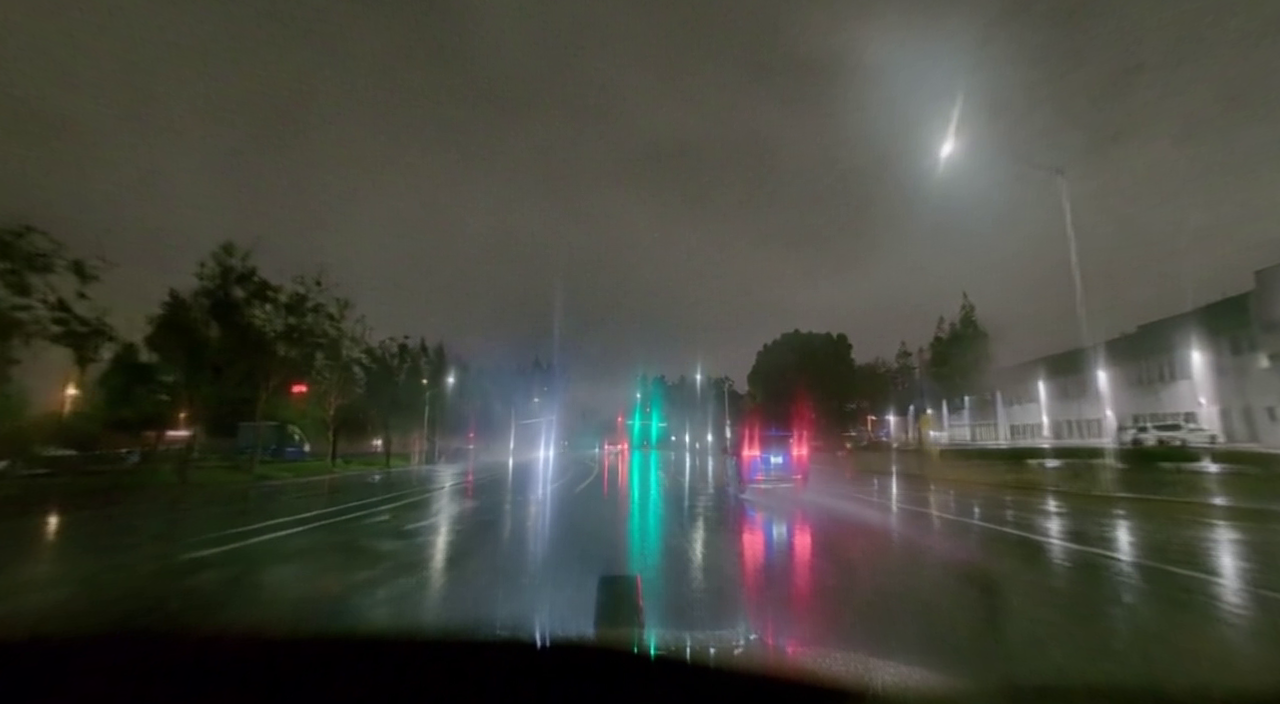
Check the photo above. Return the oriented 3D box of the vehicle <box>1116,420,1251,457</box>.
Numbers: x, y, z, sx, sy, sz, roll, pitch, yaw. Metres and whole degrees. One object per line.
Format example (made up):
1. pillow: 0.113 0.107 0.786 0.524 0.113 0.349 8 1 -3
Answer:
1. vehicle: 34.435 5.456 40.123 6.681 2.063 2.342 -1 -8 -6

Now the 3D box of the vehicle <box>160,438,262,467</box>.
1. vehicle: -30.215 7.090 44.641 5.496 1.884 2.189 1 -8 -1

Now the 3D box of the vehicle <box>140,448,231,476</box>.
1. vehicle: -30.069 7.281 41.896 4.399 1.729 2.076 0 -9 0

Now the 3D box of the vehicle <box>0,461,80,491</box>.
1. vehicle: -30.394 6.072 31.057 3.840 1.393 1.911 0 -9 -2

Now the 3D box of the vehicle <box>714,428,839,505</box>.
1. vehicle: 3.227 2.825 15.978 2.060 1.665 4.284 0 -9 -2
